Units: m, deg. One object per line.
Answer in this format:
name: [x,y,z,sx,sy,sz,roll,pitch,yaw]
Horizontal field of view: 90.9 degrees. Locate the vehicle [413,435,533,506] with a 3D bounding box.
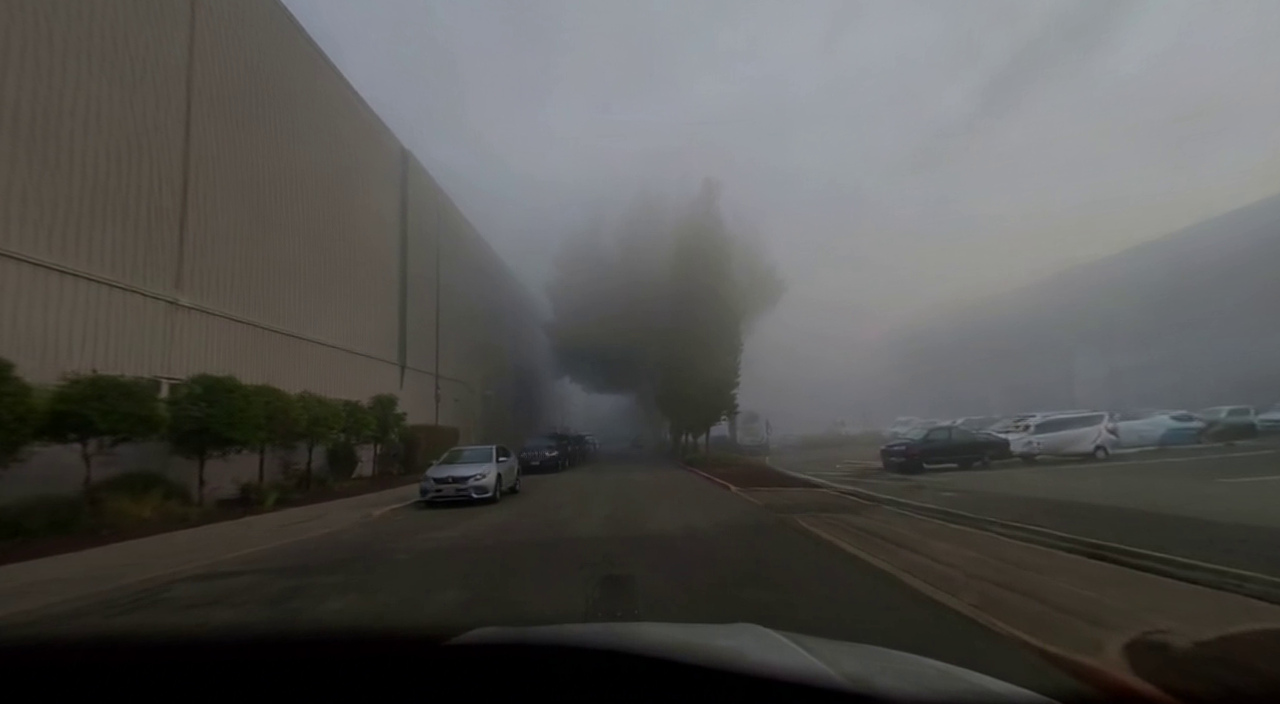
vehicle: [-4.263,3.105,16.833,2.040,1.501,4.440,-4,-9,-1]

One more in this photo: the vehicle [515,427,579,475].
vehicle: [-4.142,4.567,28.799,2.161,1.843,5.181,-4,-10,-1]
